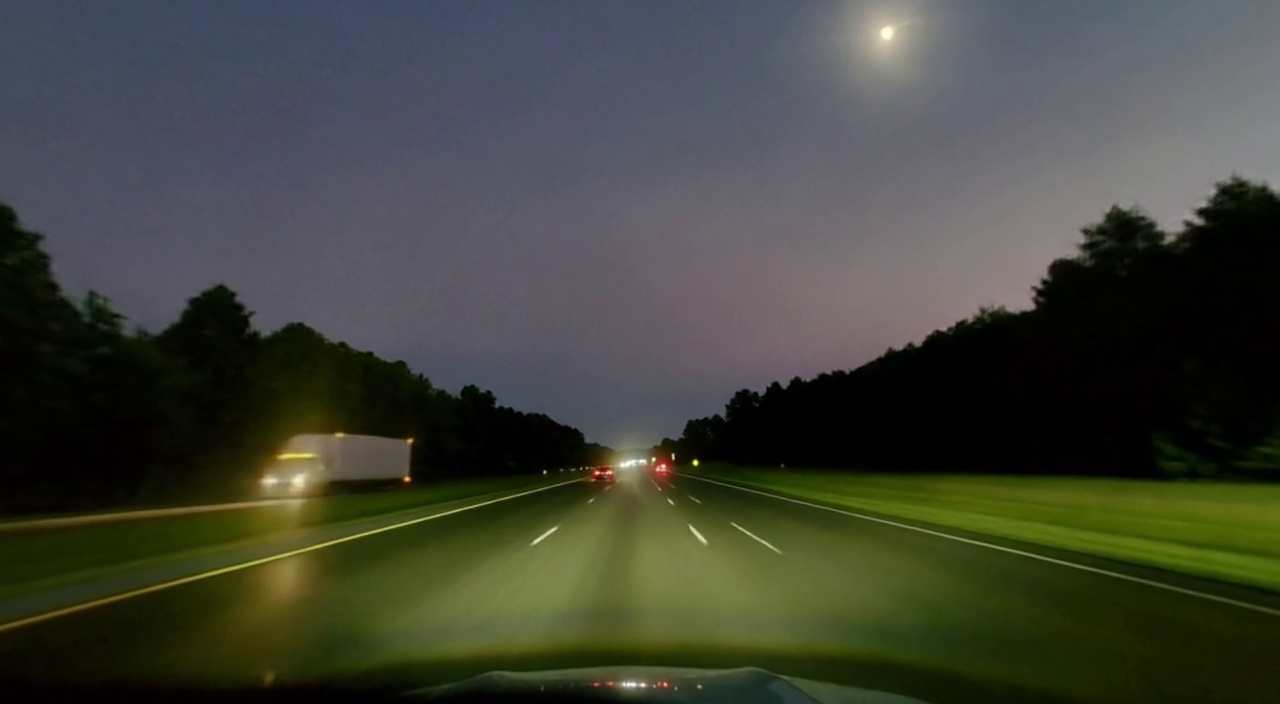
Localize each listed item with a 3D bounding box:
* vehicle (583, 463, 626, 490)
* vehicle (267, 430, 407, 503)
[{"bbox_3d":[-1.993,7.304,37.012,2.183,1.435,4.653,0,-10,0],"label":"vehicle"},{"bbox_3d":[-17.051,6.658,36.650,2.931,3.579,10.281,1,-10,0],"label":"vehicle"}]
